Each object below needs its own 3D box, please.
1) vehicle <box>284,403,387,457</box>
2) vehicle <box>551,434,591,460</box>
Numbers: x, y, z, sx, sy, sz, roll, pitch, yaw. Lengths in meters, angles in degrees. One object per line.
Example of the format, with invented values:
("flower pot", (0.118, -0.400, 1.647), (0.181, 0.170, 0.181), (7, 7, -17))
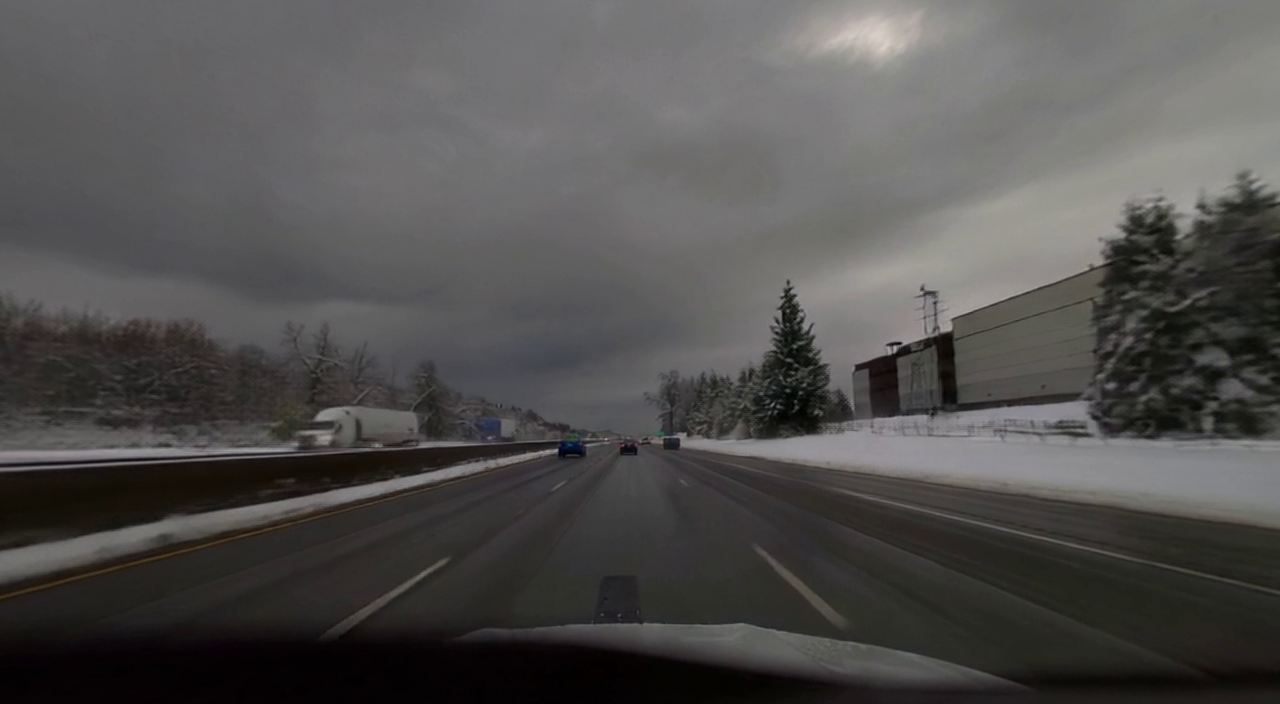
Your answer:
("vehicle", (-21.280, 5.620, 44.640), (2.876, 3.453, 9.040), (0, -8, -1))
("vehicle", (-4.508, 6.326, 41.922), (2.271, 1.626, 4.463), (0, -8, -1))
